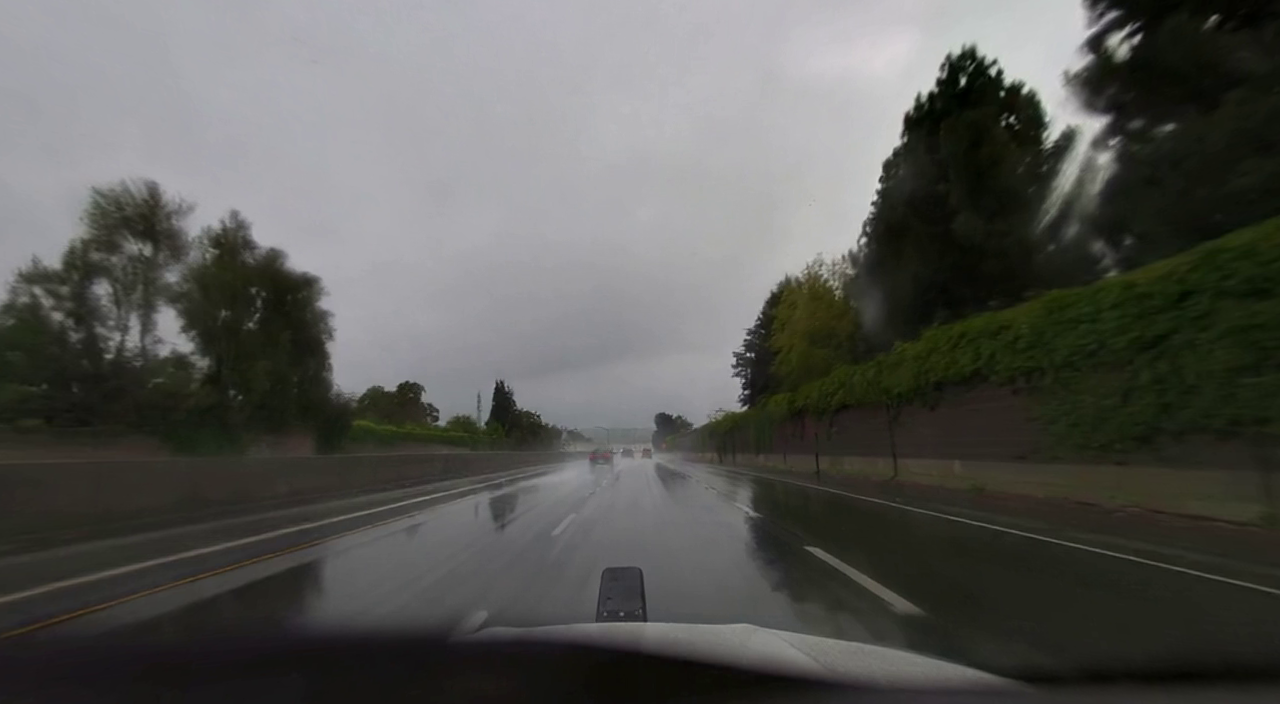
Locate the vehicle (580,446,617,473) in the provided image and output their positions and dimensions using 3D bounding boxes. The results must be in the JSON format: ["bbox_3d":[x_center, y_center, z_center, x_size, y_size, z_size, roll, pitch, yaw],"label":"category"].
[{"bbox_3d":[-2.378,6.344,37.357,1.873,1.529,3.953,0,-9,1],"label":"vehicle"}]
